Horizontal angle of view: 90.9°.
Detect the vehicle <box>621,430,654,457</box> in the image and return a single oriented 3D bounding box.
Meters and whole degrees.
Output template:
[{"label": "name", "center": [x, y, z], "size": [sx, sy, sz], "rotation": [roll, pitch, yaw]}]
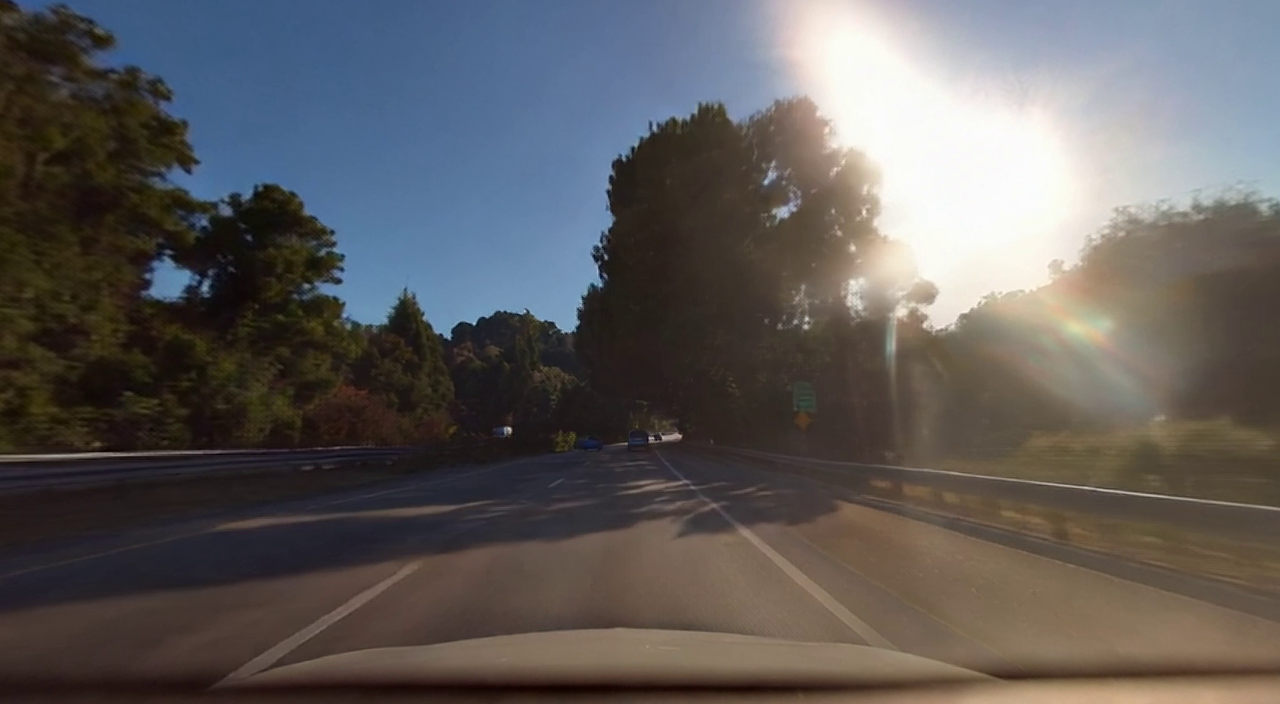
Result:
[{"label": "vehicle", "center": [-0.189, 5.945, 41.014], "size": [2.041, 1.618, 3.898], "rotation": [0, -8, -1]}]
